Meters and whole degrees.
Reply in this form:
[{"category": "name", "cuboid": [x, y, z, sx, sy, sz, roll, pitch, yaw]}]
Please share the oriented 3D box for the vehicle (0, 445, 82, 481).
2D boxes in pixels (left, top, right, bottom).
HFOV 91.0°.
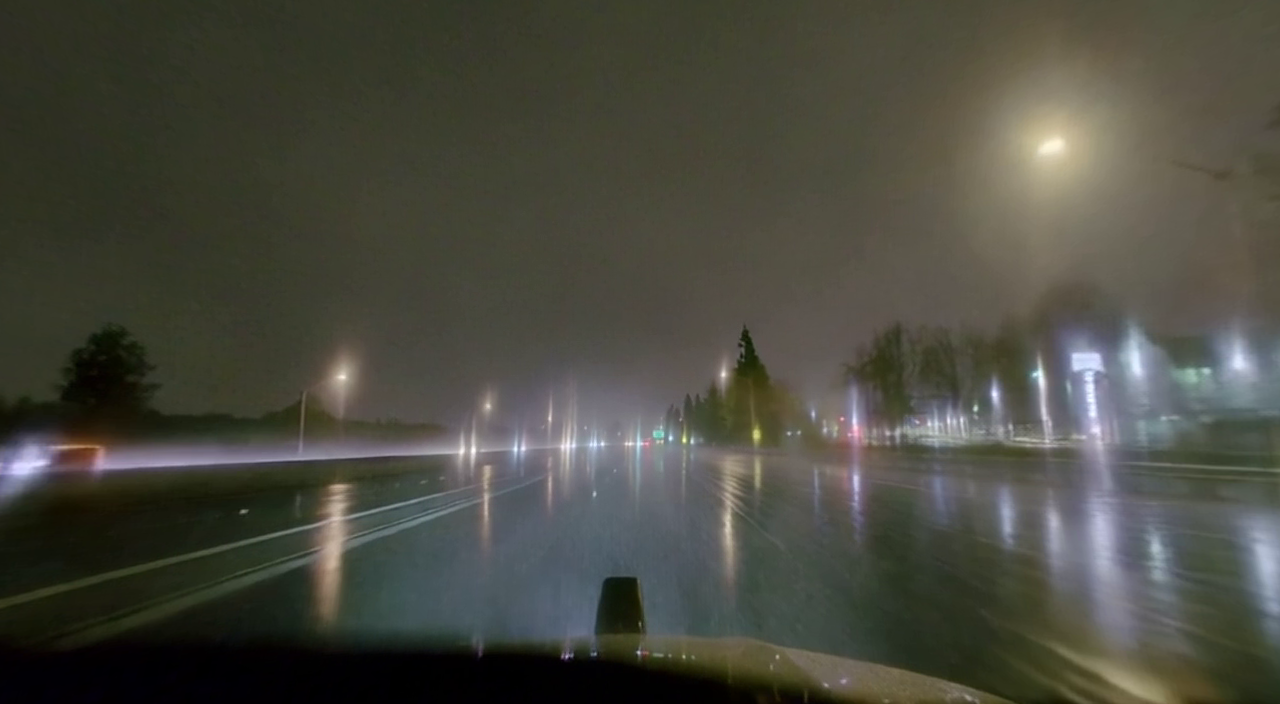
[{"category": "vehicle", "cuboid": [-32.967, 5.839, 33.433, 2.051, 1.778, 4.839, 0, -9, 2]}]
